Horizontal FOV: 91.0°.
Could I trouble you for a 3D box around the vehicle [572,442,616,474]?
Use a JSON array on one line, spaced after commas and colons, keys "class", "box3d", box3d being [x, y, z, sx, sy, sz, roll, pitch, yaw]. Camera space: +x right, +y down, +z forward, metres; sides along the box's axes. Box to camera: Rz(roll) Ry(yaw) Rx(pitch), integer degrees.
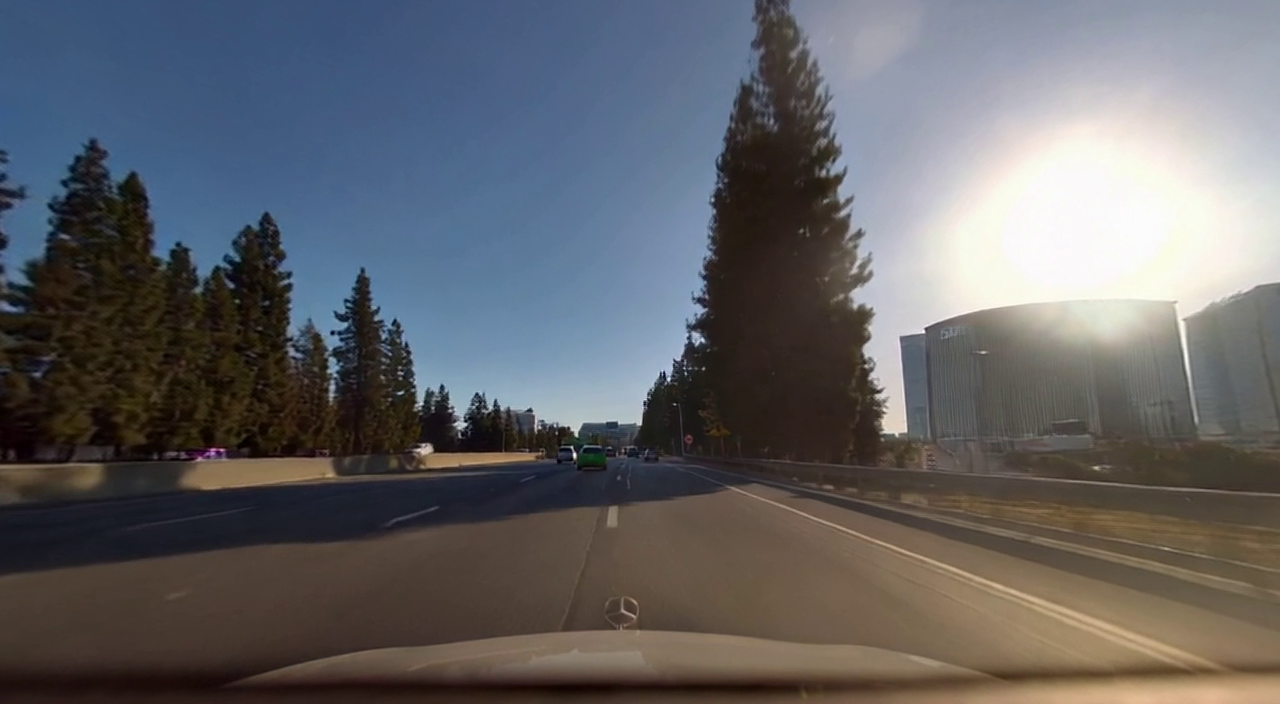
[{"class": "vehicle", "box3d": [-2.740, 6.457, 38.667, 2.302, 1.810, 4.707, 0, -9, 0]}]
